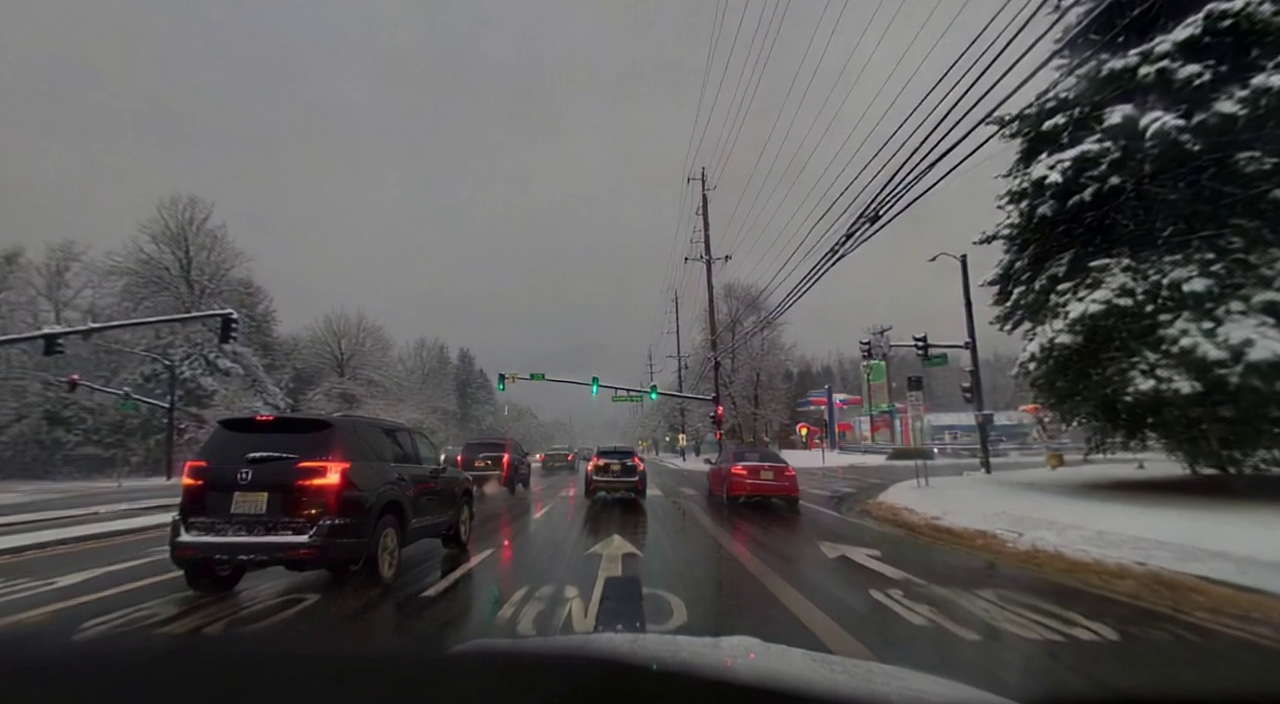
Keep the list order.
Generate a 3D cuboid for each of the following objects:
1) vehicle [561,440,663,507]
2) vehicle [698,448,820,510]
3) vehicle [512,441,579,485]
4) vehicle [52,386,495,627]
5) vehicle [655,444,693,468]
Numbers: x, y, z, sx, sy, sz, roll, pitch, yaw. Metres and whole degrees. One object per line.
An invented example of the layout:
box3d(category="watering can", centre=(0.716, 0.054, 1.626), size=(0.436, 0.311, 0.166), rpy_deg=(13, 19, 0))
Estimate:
box3d(category="vehicle", centre=(-0.670, 2.931, 15.755), size=(2.189, 1.437, 4.135), rpy_deg=(0, -8, -2))
box3d(category="vehicle", centre=(2.759, 3.060, 15.792), size=(2.065, 1.302, 4.416), rpy_deg=(0, -8, -2))
box3d(category="vehicle", centre=(-3.540, 4.231, 24.448), size=(1.953, 1.530, 4.335), rpy_deg=(0, -8, 0))
box3d(category="vehicle", centre=(-3.041, 1.388, 6.669), size=(1.922, 1.642, 4.547), rpy_deg=(0, -8, 0))
box3d(category="vehicle", centre=(2.230, 6.934, 42.342), size=(2.069, 1.464, 4.599), rpy_deg=(0, -8, -2))
